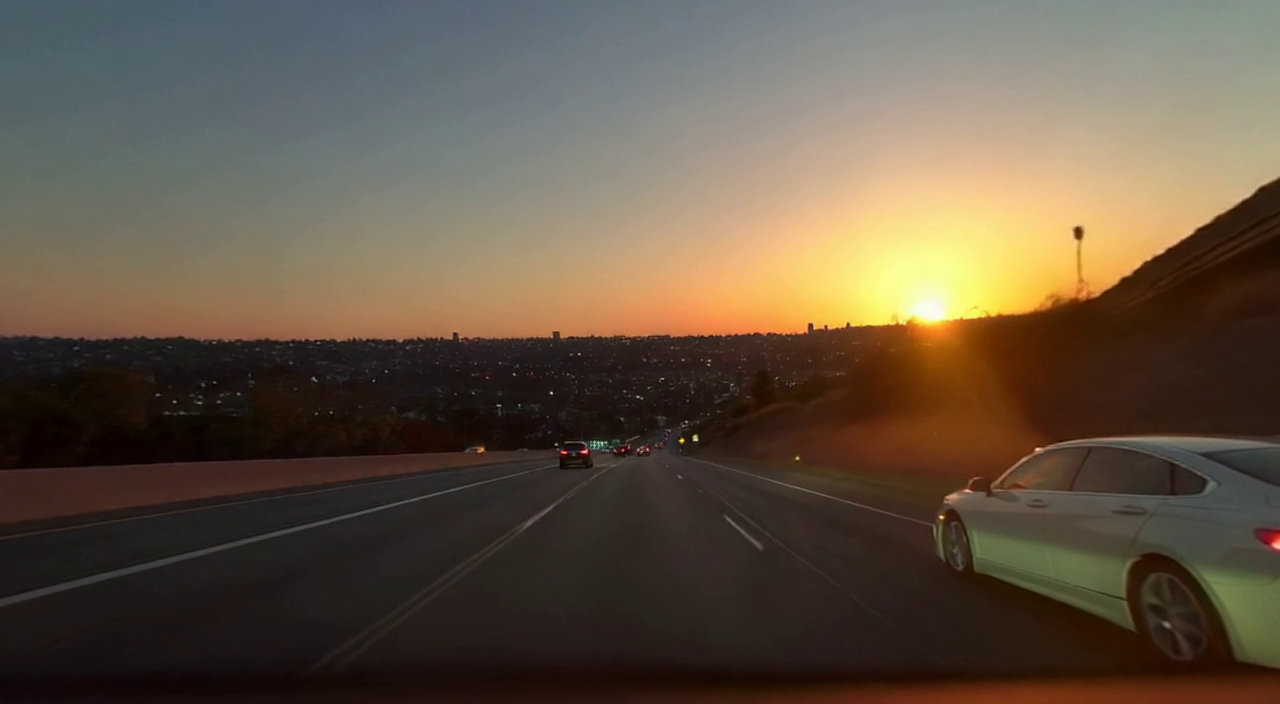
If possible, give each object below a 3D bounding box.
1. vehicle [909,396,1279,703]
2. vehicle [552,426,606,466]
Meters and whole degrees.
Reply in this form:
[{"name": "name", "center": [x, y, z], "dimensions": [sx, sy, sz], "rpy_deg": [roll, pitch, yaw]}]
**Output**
[{"name": "vehicle", "center": [3.677, 1.134, 3.735], "dimensions": [2.047, 1.532, 4.884], "rpy_deg": [0, -9, 1]}, {"name": "vehicle", "center": [-3.583, 5.761, 38.481], "dimensions": [2.496, 2.203, 6.317], "rpy_deg": [0, -9, 1]}]
